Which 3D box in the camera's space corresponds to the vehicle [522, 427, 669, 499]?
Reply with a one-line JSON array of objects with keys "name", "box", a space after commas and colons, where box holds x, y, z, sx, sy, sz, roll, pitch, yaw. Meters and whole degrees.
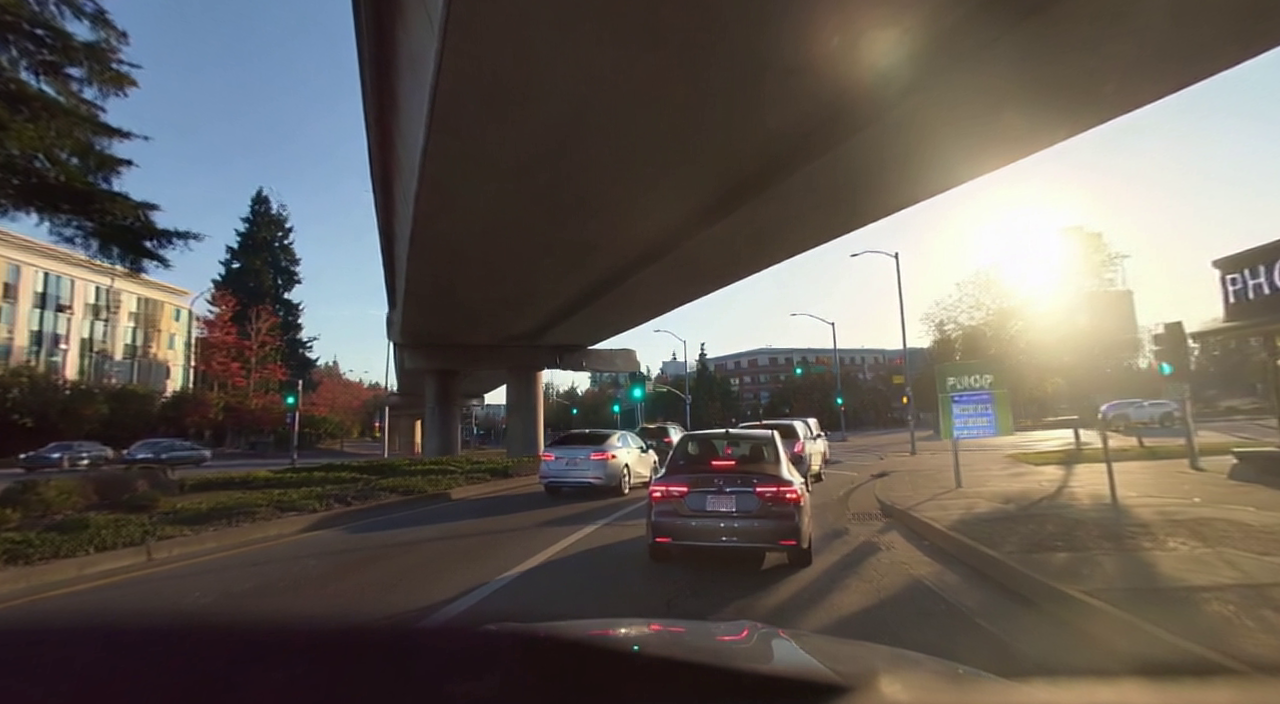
[{"name": "vehicle", "box": [-0.906, 2.758, 16.099, 2.214, 1.519, 4.704, -3, -9, 17]}]

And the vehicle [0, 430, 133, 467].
[{"name": "vehicle", "box": [-33.110, 5.549, 36.315, 5.457, 2.021, 2.213, 2, -9, -14]}]

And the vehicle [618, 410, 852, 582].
[{"name": "vehicle", "box": [1.260, 1.670, 8.204, 2.195, 1.571, 4.353, -2, -9, 10]}]
